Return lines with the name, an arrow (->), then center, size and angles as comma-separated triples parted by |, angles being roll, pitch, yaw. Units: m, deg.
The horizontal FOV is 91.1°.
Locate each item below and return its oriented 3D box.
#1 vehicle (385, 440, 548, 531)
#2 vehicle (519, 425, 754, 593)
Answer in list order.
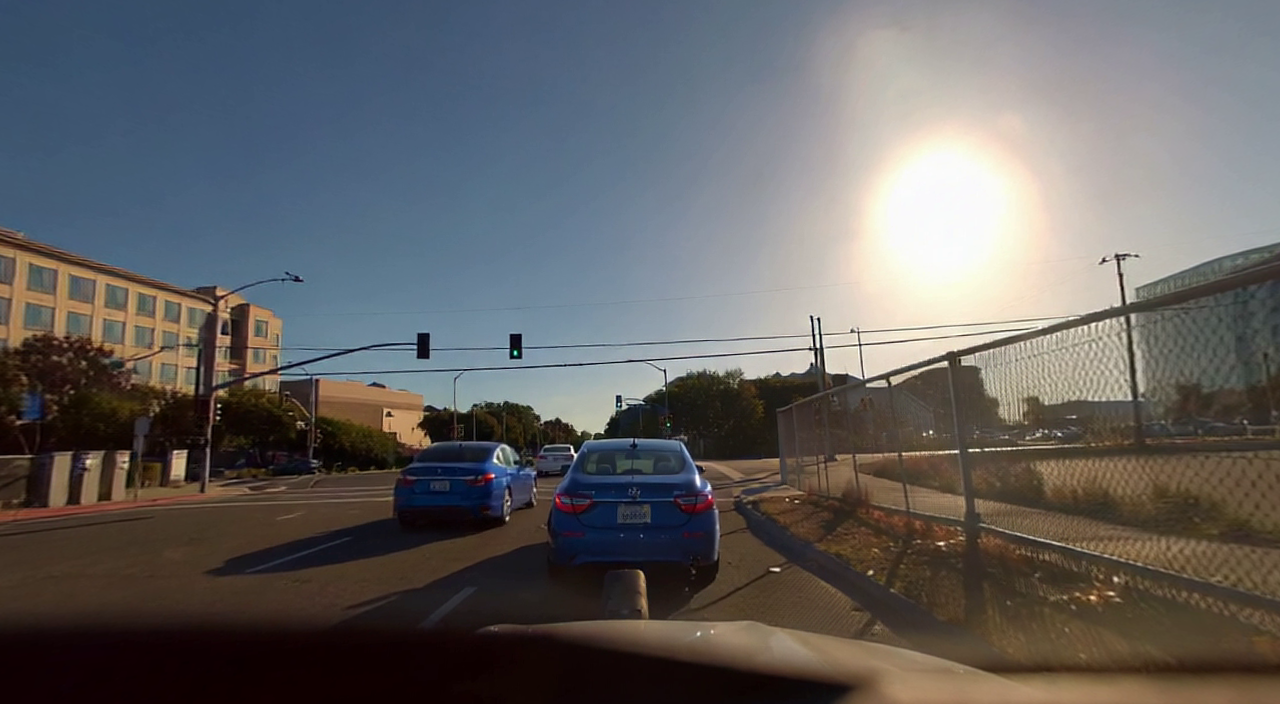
vehicle -> -3.203, 2.552, 12.697 | 1.971, 1.488, 4.581 | 0, -9, 0
vehicle -> -0.052, 1.743, 7.837 | 2.144, 1.514, 4.063 | 0, -9, -1
